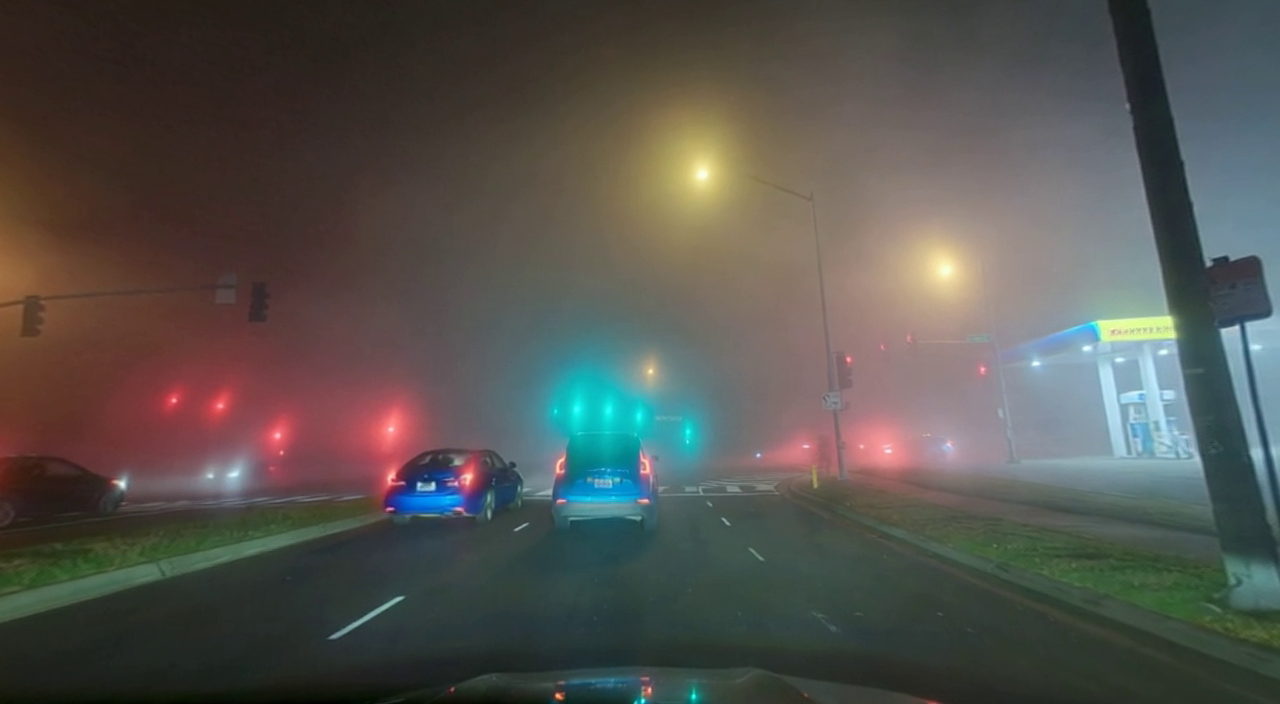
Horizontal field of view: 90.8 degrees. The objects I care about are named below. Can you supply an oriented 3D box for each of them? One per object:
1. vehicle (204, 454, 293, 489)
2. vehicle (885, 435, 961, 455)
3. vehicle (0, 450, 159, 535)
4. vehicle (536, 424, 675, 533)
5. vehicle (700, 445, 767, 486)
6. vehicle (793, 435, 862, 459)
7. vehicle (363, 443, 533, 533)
[{"bbox_3d":[-21.327,6.513,34.681,1.890,1.691,4.591,0,-8,0],"label":"vehicle"},{"bbox_3d":[20.810,6.844,46.632,4.700,1.417,1.789,0,-8,1],"label":"vehicle"},{"bbox_3d":[-13.494,3.002,13.947,1.995,1.626,4.592,0,-8,2],"label":"vehicle"},{"bbox_3d":[-0.536,2.328,12.226,2.210,1.722,4.215,0,-8,0],"label":"vehicle"},{"bbox_3d":[3.832,4.449,25.254,1.976,1.462,4.342,-3,-9,17],"label":"vehicle"},{"bbox_3d":[13.894,7.074,46.926,4.524,1.681,1.823,0,-8,-1],"label":"vehicle"},{"bbox_3d":[-3.610,2.611,12.834,2.003,1.492,4.291,0,-8,1],"label":"vehicle"}]
